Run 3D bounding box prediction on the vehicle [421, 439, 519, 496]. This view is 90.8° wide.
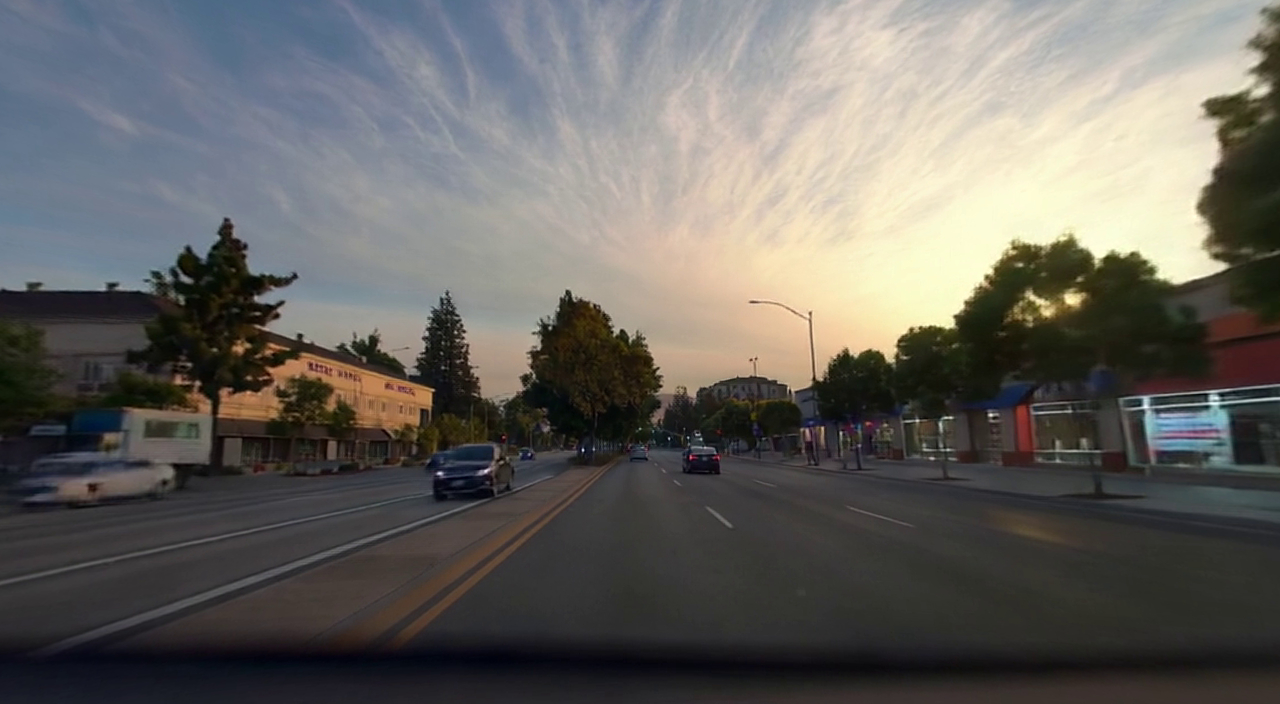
[{"bbox_3d":[-5.400,3.706,20.678,2.100,1.639,4.268,0,-9,-1],"label":"vehicle"}]

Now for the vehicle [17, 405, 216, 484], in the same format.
[{"bbox_3d":[-27.778,5.029,34.363,2.804,3.714,8.815,0,-9,3],"label":"vehicle"}]

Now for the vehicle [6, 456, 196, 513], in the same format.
[{"bbox_3d":[-16.235,3.967,19.426,1.989,1.466,4.349,0,-9,0],"label":"vehicle"}]

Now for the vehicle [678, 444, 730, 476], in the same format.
[{"bbox_3d":[3.120,5.377,31.603,1.983,1.482,4.463,0,-9,-2],"label":"vehicle"}]
